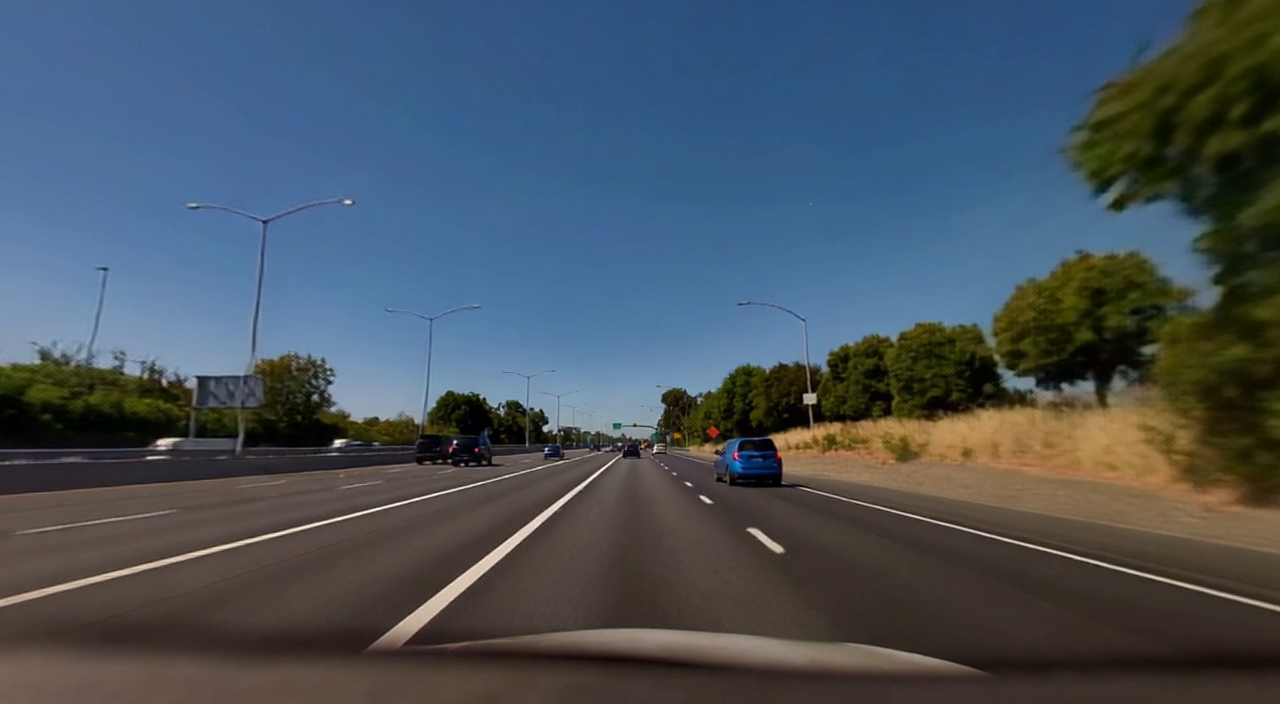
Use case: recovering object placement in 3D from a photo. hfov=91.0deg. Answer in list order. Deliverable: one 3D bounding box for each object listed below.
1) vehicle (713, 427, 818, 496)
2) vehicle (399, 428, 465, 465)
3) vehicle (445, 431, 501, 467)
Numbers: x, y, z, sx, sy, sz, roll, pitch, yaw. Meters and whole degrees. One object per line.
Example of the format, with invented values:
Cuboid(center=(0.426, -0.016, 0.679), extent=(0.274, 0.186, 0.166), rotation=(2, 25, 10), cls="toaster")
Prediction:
Cuboid(center=(3.767, 3.417, 19.924), extent=(2.184, 1.892, 4.763), rotation=(1, -9, -2), cls="vehicle")
Cuboid(center=(-15.075, 6.906, 46.089), extent=(2.647, 2.508, 6.337), rotation=(0, -9, 0), cls="vehicle")
Cuboid(center=(-11.146, 6.513, 42.456), extent=(2.261, 2.230, 5.435), rotation=(0, -9, 0), cls="vehicle")
